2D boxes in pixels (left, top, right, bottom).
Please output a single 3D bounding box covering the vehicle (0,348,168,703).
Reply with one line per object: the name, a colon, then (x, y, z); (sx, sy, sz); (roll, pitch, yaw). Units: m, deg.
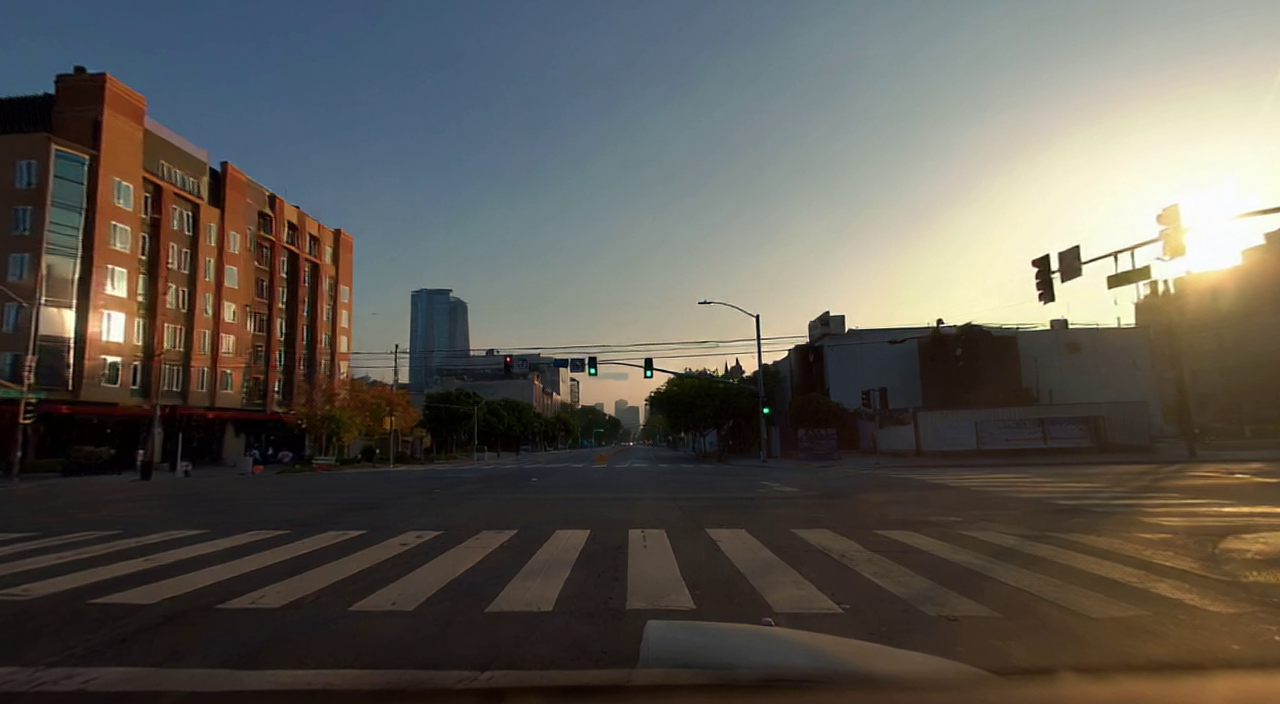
vehicle: (-3.637, 0.620, 1.056); (2.109, 1.692, 4.587); (0, -8, 0)
